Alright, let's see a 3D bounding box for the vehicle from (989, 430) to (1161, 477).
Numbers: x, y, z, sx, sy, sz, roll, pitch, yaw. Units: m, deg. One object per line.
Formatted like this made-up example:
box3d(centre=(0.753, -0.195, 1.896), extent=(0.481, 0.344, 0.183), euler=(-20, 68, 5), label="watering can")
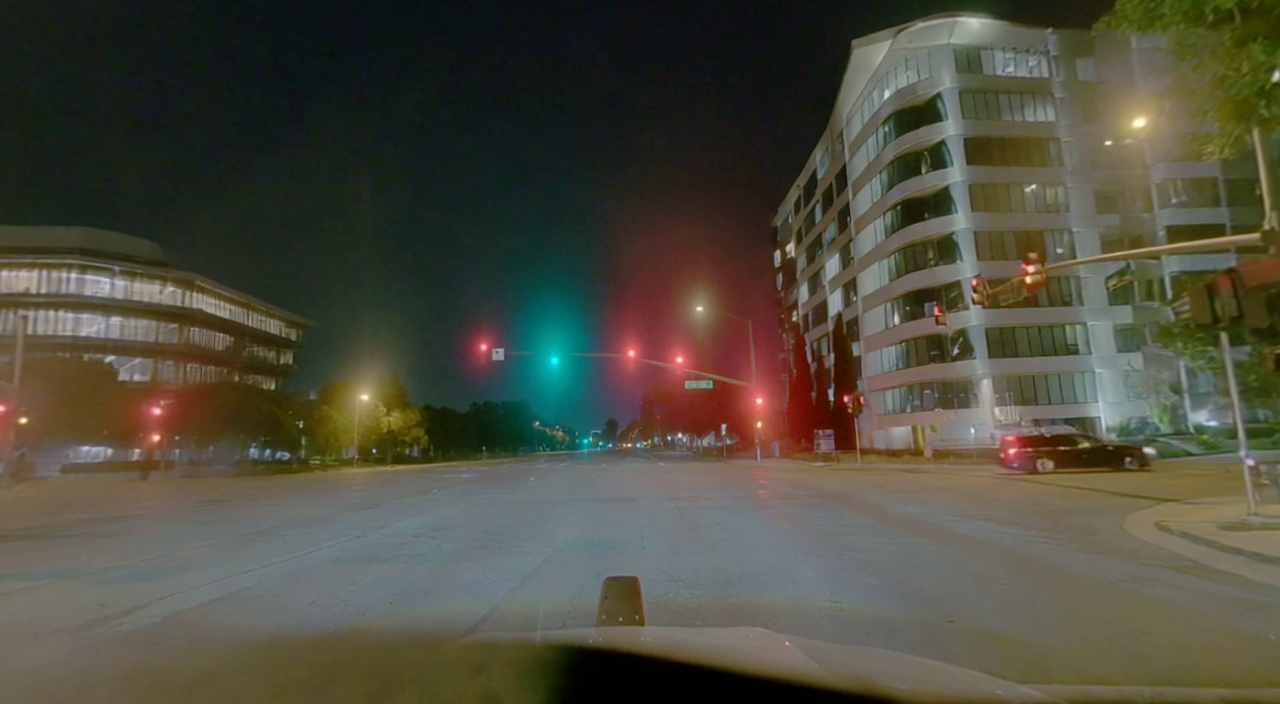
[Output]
box3d(centre=(17.598, 4.125, 25.806), extent=(5.357, 1.814, 2.141), euler=(-1, -8, 2), label="vehicle")
